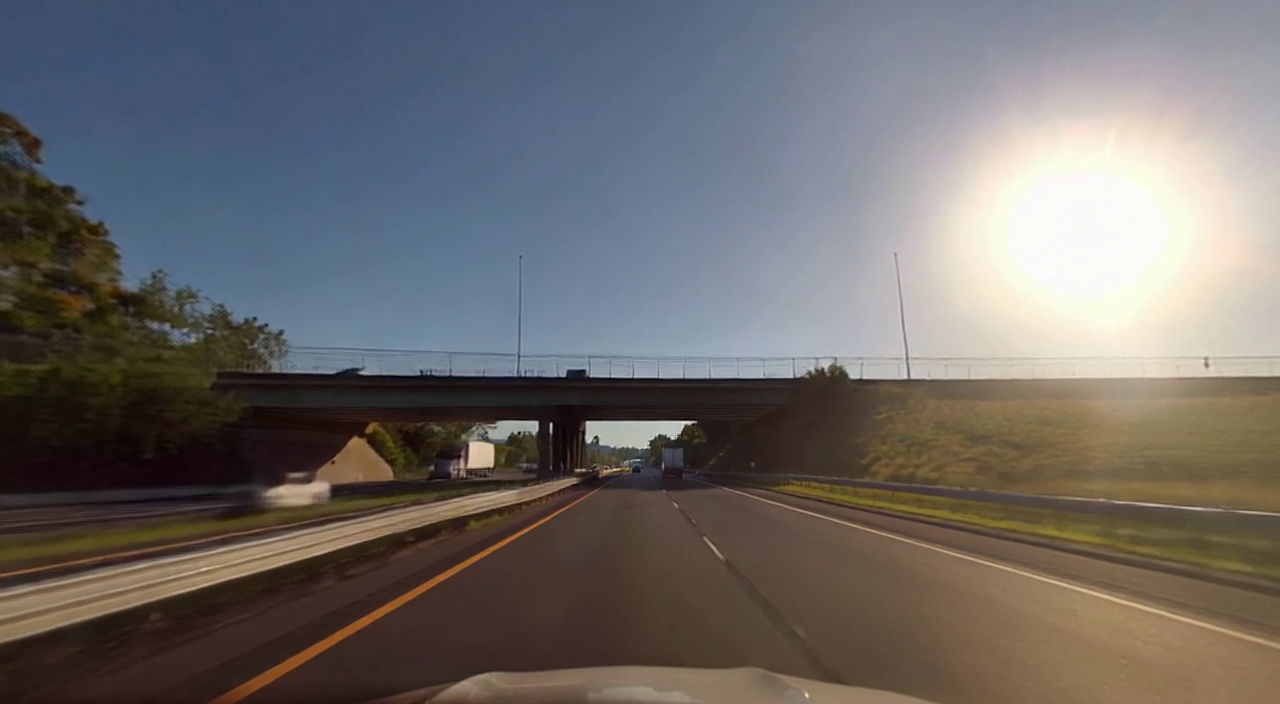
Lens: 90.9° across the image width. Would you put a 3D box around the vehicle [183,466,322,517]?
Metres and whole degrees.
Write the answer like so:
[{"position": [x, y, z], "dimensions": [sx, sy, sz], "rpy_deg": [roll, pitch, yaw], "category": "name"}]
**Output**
[{"position": [-12.670, 4.563, 20.995], "dimensions": [1.835, 1.448, 4.324], "rpy_deg": [1, -10, 0], "category": "vehicle"}]
